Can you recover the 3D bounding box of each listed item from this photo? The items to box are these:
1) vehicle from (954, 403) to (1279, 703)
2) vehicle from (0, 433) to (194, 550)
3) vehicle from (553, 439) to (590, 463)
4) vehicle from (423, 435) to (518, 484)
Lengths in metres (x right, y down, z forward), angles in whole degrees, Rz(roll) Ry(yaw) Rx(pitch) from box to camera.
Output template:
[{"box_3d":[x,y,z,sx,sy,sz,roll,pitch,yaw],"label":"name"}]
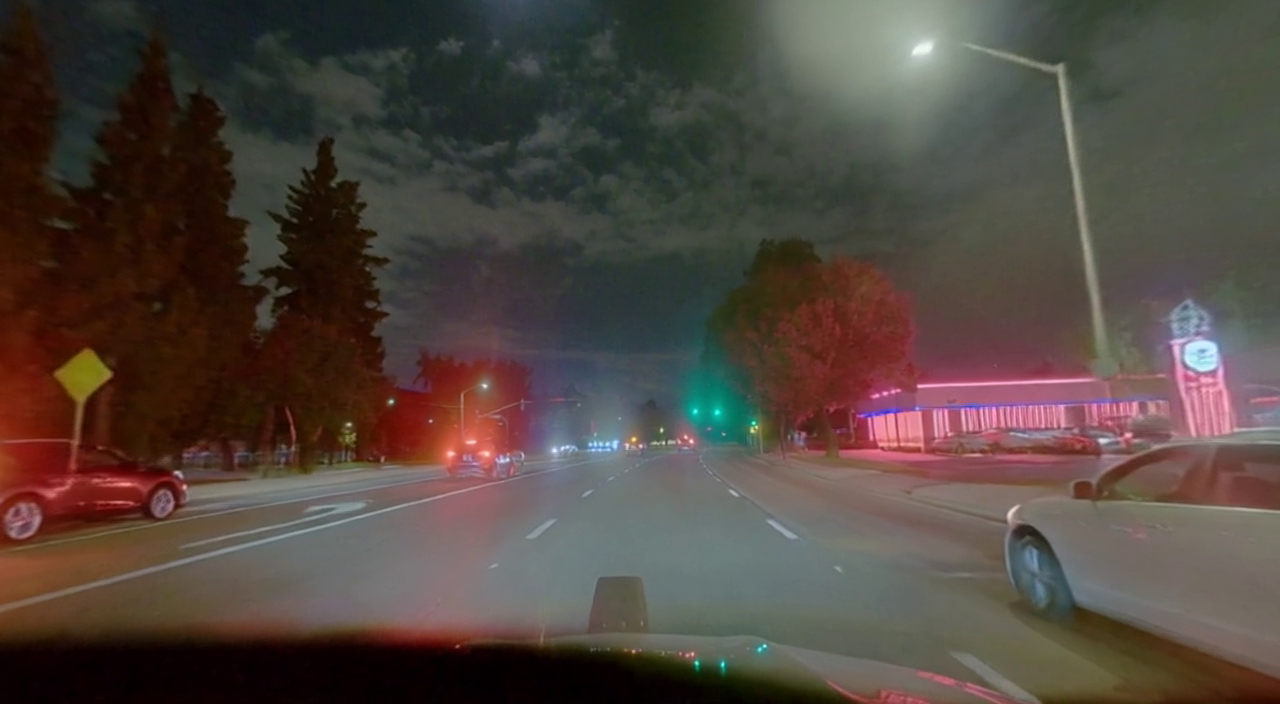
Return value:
[{"box_3d":[3.852,1.062,3.353,2.003,1.494,4.705,0,-8,1],"label":"vehicle"},{"box_3d":[-9.595,2.086,9.874,1.951,1.554,4.444,0,-8,0],"label":"vehicle"},{"box_3d":[-4.766,6.966,44.332,1.870,1.616,3.765,-1,-9,6],"label":"vehicle"},{"box_3d":[-6.037,3.887,23.045,1.988,1.597,4.404,-1,-8,4],"label":"vehicle"}]
